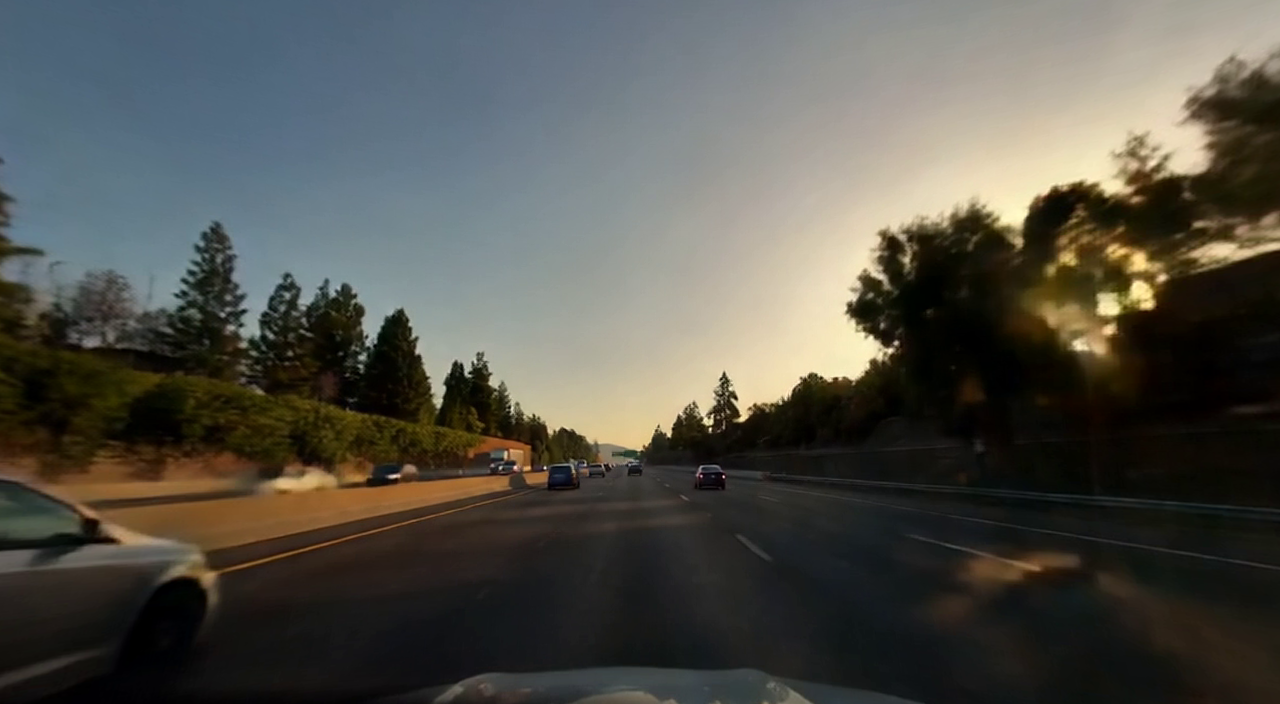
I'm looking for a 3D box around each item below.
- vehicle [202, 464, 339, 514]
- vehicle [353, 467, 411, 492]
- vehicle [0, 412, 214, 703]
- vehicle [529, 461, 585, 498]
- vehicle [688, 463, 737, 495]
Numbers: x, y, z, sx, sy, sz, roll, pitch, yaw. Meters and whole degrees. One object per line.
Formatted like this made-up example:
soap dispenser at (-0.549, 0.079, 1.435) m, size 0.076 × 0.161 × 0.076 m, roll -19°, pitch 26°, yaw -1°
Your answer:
vehicle at (-12.441, 4.638, 21.647) m, size 1.916 × 1.493 × 4.490 m, roll 0°, pitch -10°, yaw 0°
vehicle at (-15.645, 7.741, 38.408) m, size 1.895 × 1.428 × 3.703 m, roll 1°, pitch -10°, yaw 0°
vehicle at (-3.580, 0.751, 1.315) m, size 2.004 × 1.468 × 4.812 m, roll 1°, pitch -10°, yaw 0°
vehicle at (-3.640, 5.679, 28.232) m, size 2.000 × 1.484 × 3.995 m, roll 1°, pitch -10°, yaw -1°
vehicle at (3.680, 6.541, 32.704) m, size 1.981 × 1.516 × 4.109 m, roll 1°, pitch -10°, yaw 0°
